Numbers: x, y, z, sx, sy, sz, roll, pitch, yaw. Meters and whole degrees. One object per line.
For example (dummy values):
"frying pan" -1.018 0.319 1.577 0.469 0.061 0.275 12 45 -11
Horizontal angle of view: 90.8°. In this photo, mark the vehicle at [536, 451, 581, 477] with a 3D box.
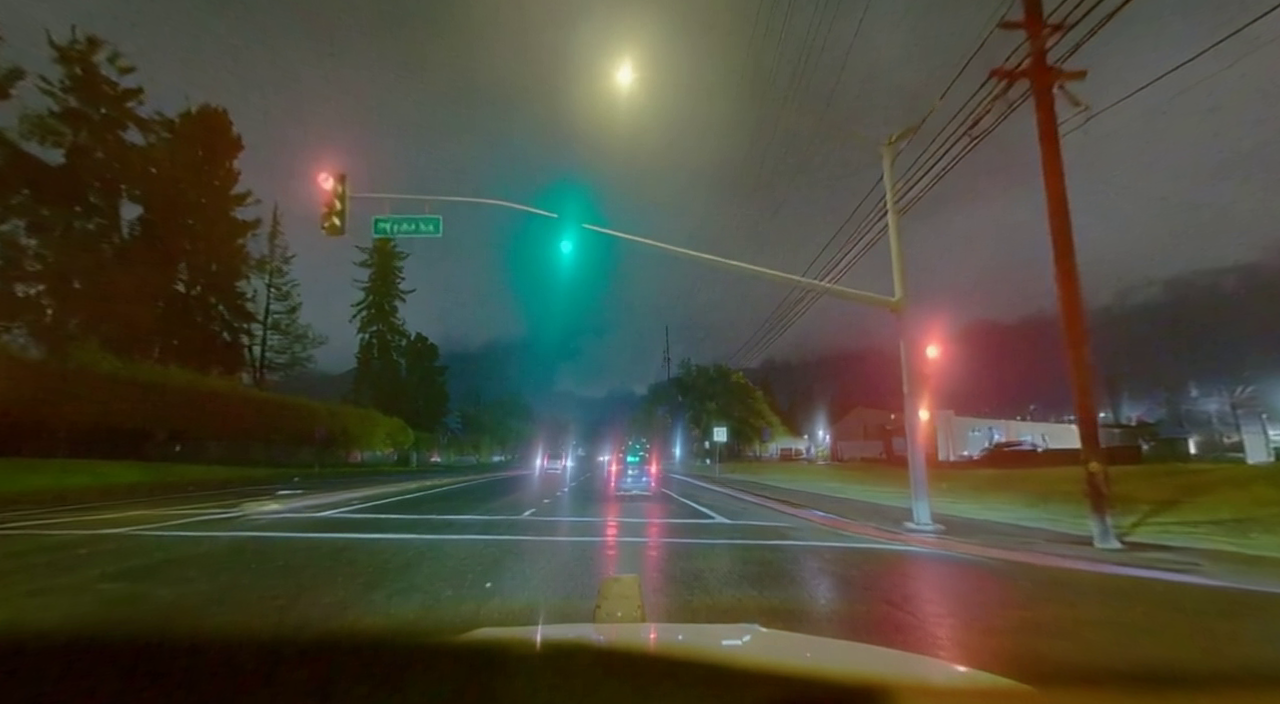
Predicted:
"vehicle" -4.919 6.813 38.687 2.153 1.474 4.284 0 -9 1

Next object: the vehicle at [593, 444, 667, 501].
"vehicle" -0.350 3.813 20.401 2.156 1.636 3.923 0 -9 -2
